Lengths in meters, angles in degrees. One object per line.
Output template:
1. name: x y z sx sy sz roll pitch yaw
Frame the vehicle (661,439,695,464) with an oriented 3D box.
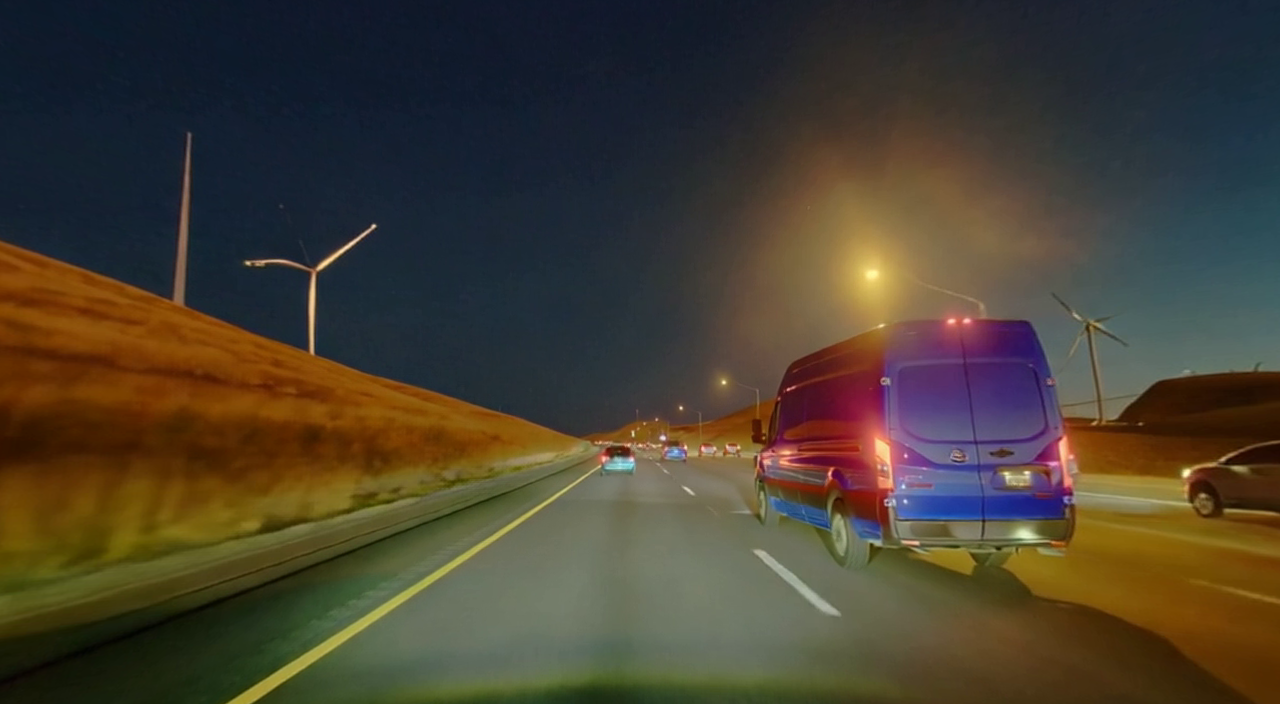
1. vehicle: 2.673 7.185 45.612 2.108 1.717 3.996 0 -9 -2

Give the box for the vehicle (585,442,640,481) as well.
1. vehicle: -1.071 4.417 25.820 2.082 1.445 3.826 0 -8 -1

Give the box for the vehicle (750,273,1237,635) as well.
1. vehicle: 3.026 1.125 7.500 2.365 2.630 5.754 0 -9 0
